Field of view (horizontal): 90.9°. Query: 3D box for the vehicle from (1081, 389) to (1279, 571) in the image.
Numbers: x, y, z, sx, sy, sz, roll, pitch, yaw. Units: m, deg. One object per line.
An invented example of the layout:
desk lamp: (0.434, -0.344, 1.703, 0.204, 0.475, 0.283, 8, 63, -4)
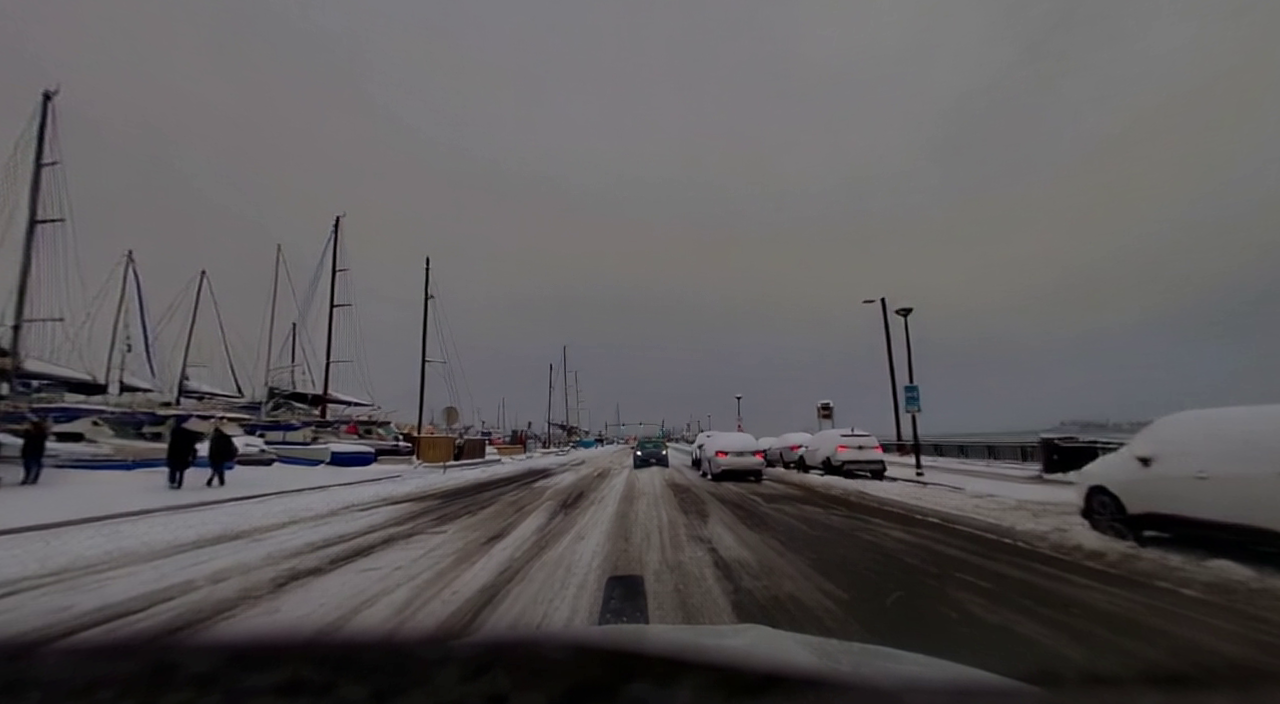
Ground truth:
vehicle: (7.757, 1.385, 6.962, 2.056, 1.896, 5.062, 0, -8, 0)

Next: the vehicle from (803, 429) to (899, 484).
vehicle: (7.828, 3.899, 23.867, 1.969, 1.852, 4.513, 0, -8, -1)

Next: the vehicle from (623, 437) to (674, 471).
vehicle: (0.425, 4.855, 30.161, 2.284, 1.496, 3.949, -1, -8, 1)

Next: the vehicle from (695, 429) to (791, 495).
vehicle: (2.778, 3.063, 17.932, 2.047, 1.640, 4.051, -1, -8, 0)
